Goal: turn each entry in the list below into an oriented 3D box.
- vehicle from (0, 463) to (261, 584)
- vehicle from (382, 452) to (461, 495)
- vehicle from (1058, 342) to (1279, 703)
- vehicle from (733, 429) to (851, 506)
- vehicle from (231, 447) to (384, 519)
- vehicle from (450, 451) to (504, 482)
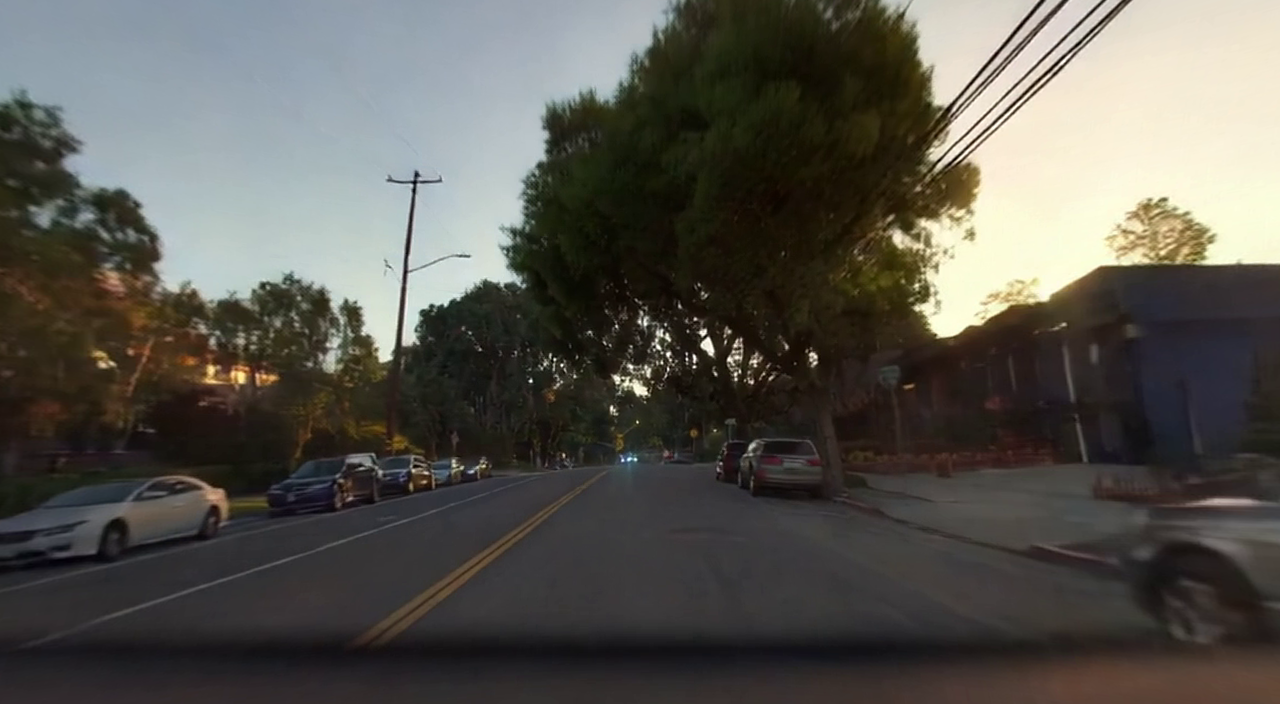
[{"bbox_3d":[-9.022,2.758,10.989,1.948,1.508,4.656,0,-9,0],"label":"vehicle"},{"bbox_3d":[-9.265,5.137,27.117,1.884,1.526,4.061,-5,-9,1],"label":"vehicle"},{"bbox_3d":[3.961,0.723,1.976,2.040,1.801,4.569,0,-9,-2],"label":"vehicle"},{"bbox_3d":[3.809,2.978,16.743,2.155,1.747,4.311,-1,-9,2],"label":"vehicle"},{"bbox_3d":[-9.234,3.720,18.067,2.051,1.657,4.322,-3,-11,-1],"label":"vehicle"},{"bbox_3d":[-9.210,6.478,36.002,2.000,1.495,4.687,-3,-8,-3],"label":"vehicle"}]
